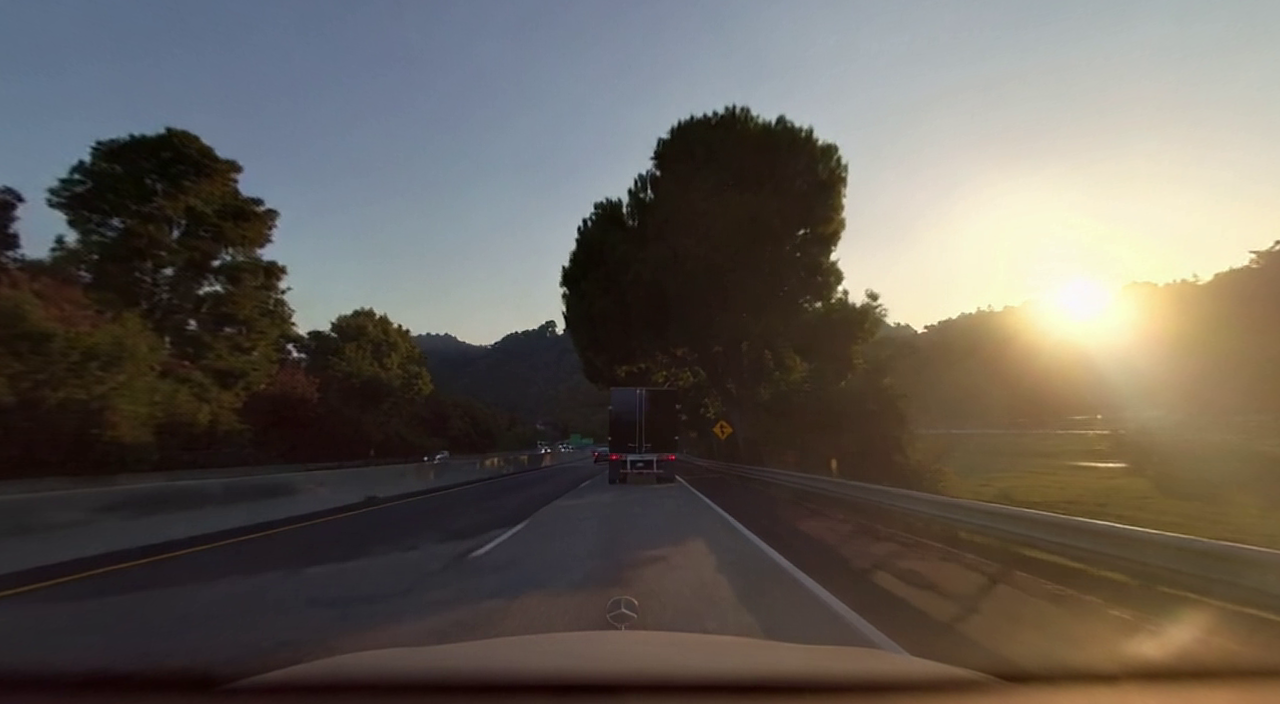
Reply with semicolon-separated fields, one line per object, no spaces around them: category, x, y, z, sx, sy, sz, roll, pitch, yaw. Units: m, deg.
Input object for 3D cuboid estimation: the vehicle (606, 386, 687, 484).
vehicle;0.095;3.672;27.243;2.913;3.530;8.648;0;-9;-2
